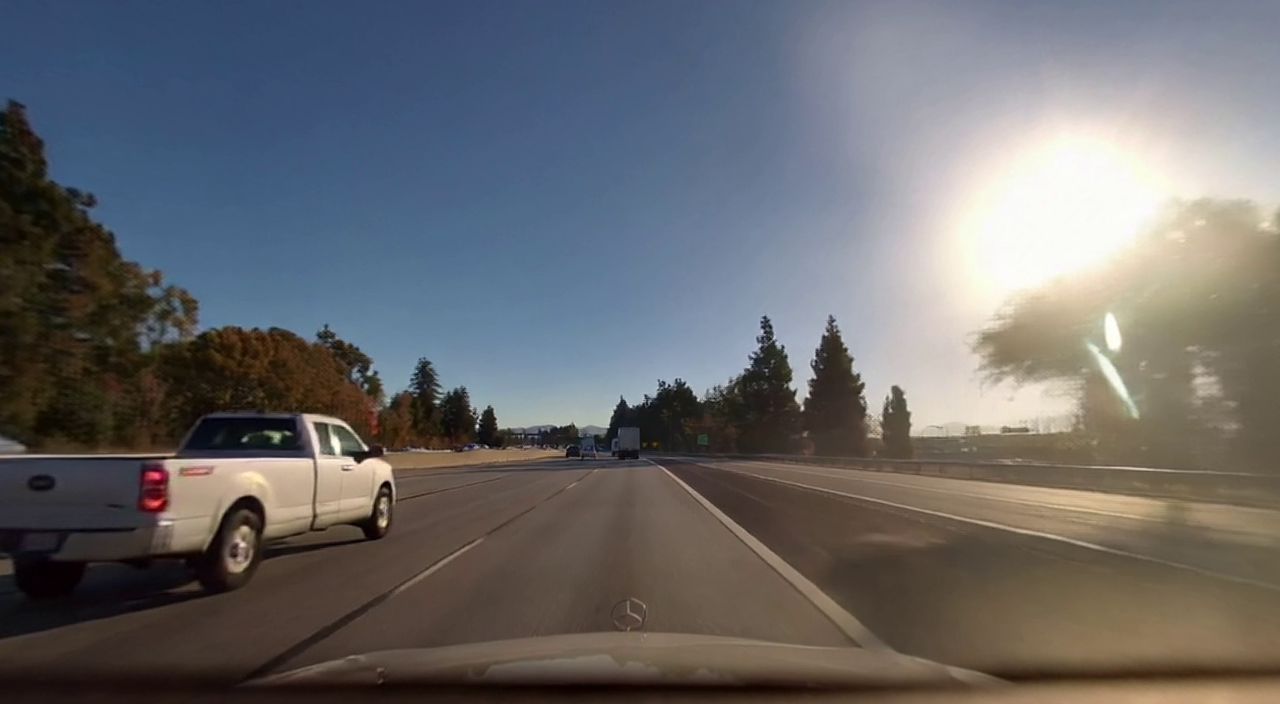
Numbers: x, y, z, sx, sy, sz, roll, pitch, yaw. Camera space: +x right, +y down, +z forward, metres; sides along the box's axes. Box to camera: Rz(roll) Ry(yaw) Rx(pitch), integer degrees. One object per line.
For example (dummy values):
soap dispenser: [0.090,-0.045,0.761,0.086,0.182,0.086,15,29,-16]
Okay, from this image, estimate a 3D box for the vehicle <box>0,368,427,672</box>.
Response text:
vehicle: [-4.179,1.336,6.215,2.316,1.731,5.126,0,-9,0]
